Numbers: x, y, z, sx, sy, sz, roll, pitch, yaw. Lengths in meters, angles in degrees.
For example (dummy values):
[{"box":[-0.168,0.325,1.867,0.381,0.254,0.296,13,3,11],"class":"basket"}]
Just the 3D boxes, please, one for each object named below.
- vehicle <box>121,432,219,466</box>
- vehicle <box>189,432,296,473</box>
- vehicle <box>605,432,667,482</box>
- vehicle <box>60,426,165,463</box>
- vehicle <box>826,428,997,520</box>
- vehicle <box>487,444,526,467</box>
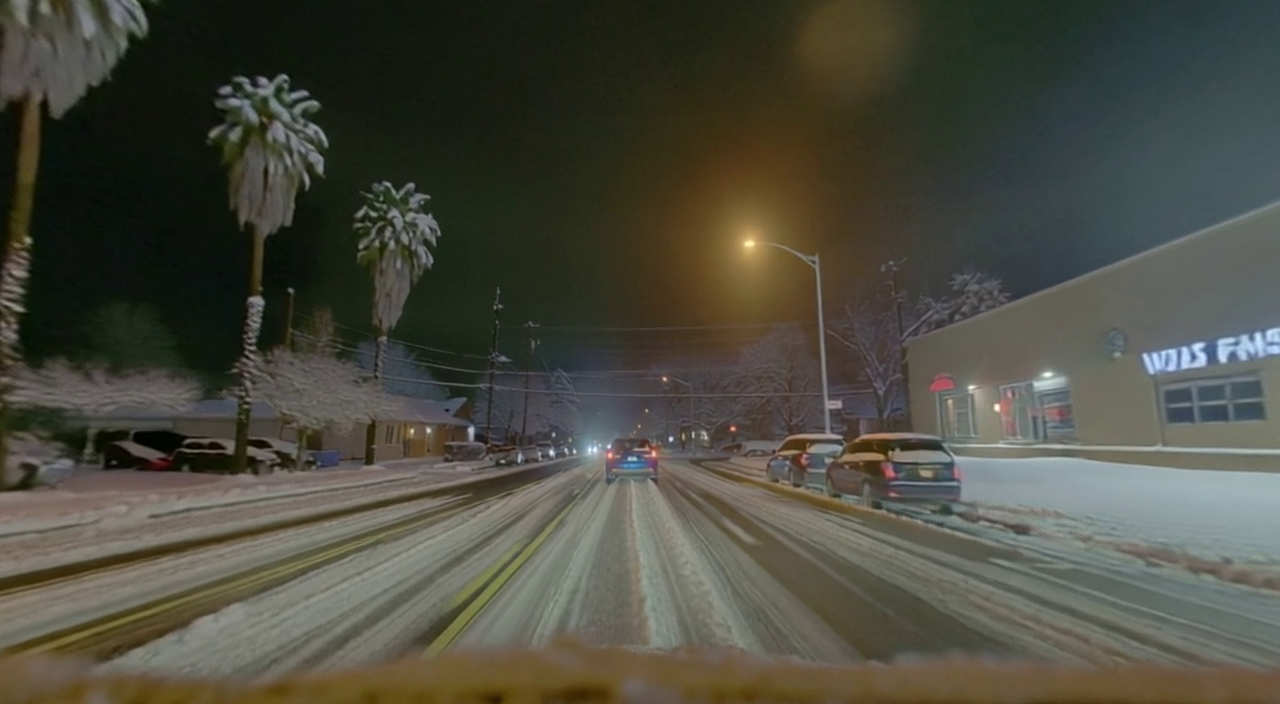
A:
[{"box":[-22.906,4.755,30.924,1.829,1.492,4.487,1,-8,-8],"class":"vehicle"},{"box":[-17.588,4.471,28.190,2.084,1.678,4.707,1,-8,-6],"class":"vehicle"},{"box":[-0.179,4.185,25.287,2.264,1.798,4.563,0,-8,-1],"class":"vehicle"},{"box":[-27.907,4.926,33.522,2.053,1.777,4.503,1,-8,-7],"class":"vehicle"},{"box":[5.993,2.723,14.613,1.945,1.791,4.460,0,-8,0],"class":"vehicle"},{"box":[-10.500,8.146,49.715,2.075,1.693,4.696,0,-8,-1],"class":"vehicle"}]
